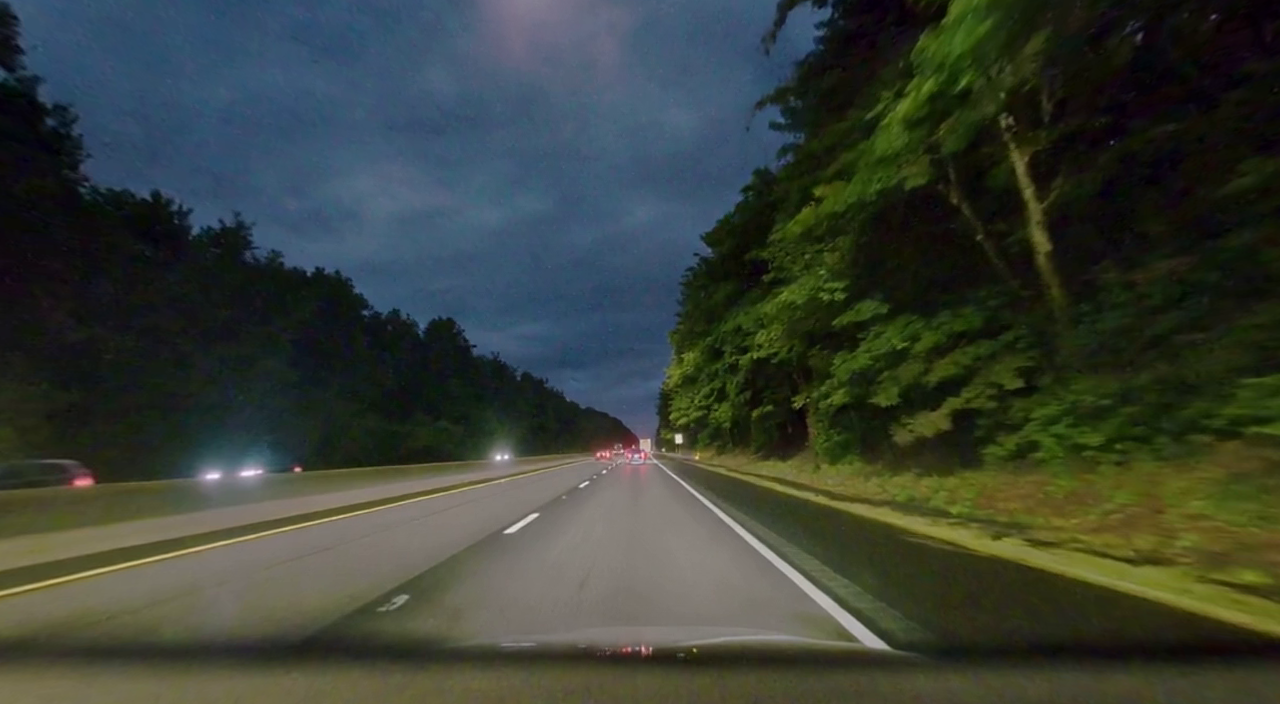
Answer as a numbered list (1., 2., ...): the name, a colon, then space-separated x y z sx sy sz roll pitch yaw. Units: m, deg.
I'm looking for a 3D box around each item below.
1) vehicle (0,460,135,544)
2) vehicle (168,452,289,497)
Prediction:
1. vehicle: -12.835 2.935 12.493 1.943 1.477 4.441 0 -9 0
2. vehicle: -16.870 5.013 26.161 1.995 1.662 4.464 0 -9 0
